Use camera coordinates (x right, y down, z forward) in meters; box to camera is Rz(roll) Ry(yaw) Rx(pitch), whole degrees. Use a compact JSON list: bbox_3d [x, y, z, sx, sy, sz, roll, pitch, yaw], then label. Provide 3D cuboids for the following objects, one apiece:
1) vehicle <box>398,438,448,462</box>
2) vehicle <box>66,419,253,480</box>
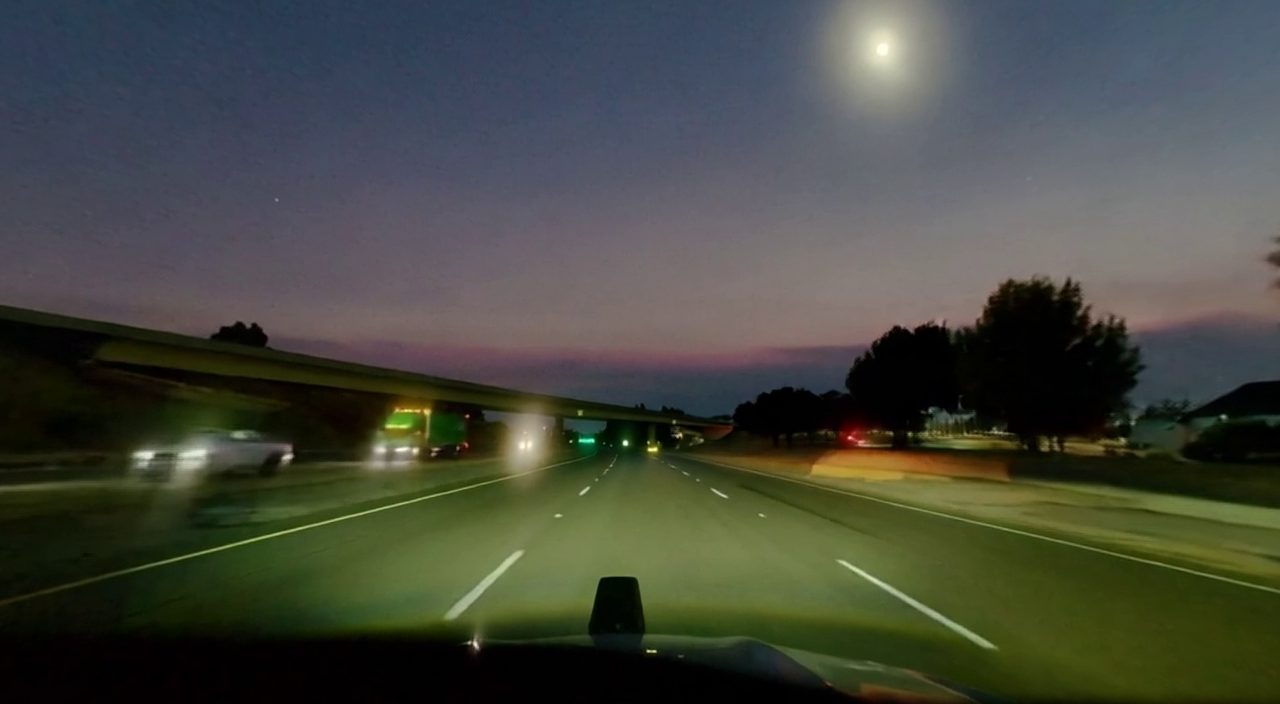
[{"bbox_3d":[-14.734,6.694,43.039,1.904,1.541,4.434,0,-9,-1],"label":"vehicle"},{"bbox_3d":[-14.409,2.995,19.380,2.117,1.623,4.690,0,-9,-1],"label":"vehicle"}]
